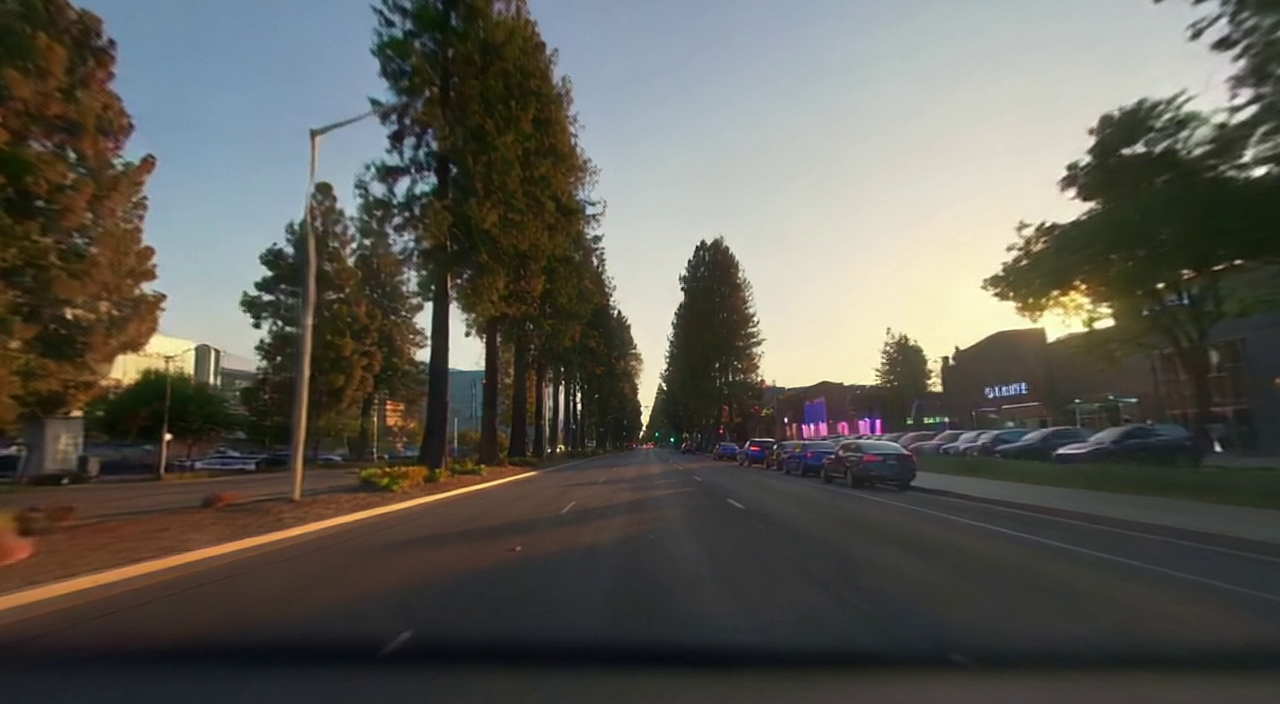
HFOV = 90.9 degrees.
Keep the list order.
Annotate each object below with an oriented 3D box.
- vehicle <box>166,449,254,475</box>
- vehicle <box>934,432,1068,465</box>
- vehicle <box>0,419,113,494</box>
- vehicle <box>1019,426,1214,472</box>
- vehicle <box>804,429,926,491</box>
[{"bbox_3d":[-32.196,8.261,47.312,4.963,1.714,2.311,-2,-9,-1],"label":"vehicle"},{"bbox_3d":[16.898,4.539,29.671,4.906,1.429,2.234,0,-9,-1],"label":"vehicle"},{"bbox_3d":[-33.056,5.535,33.456,7.106,3.726,3.230,0,-8,1],"label":"vehicle"},{"bbox_3d":[16.785,3.458,22.415,5.222,1.515,2.044,0,-9,-1],"label":"vehicle"},{"bbox_3d":[7.027,3.424,20.340,2.084,1.736,4.754,0,-8,-1],"label":"vehicle"}]
